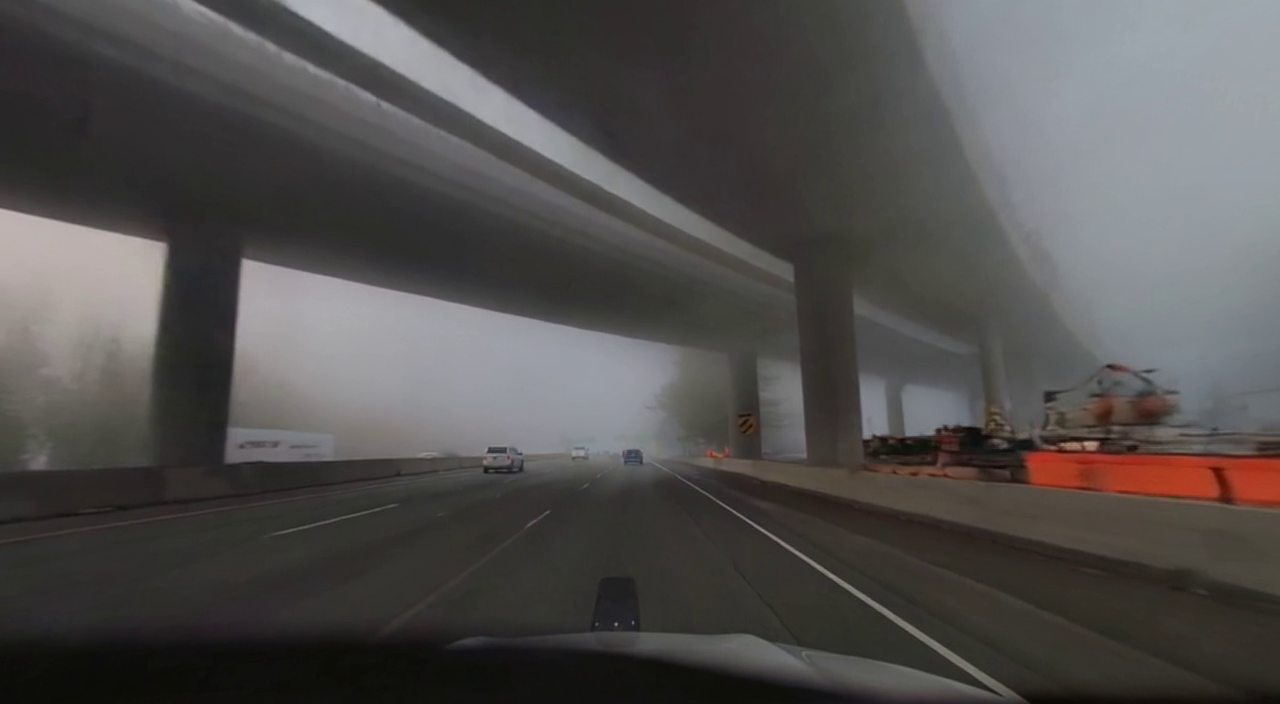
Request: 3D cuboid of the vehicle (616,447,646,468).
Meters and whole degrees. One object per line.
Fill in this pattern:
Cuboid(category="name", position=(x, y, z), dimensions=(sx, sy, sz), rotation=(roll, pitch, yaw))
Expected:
Cuboid(category="vehicle", position=(-0.628, 7.627, 45.798), dimensions=(2.051, 1.459, 4.092), rotation=(0, -9, -1))

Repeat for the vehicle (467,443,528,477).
Cuboid(category="vehicle", position=(-7.178, 5.480, 32.234), dimensions=(2.128, 1.604, 4.279), rotation=(0, -9, 0))

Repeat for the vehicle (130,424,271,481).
Cuboid(category="vehicle", position=(-28.689, 6.636, 41.967), dimensions=(3.005, 3.314, 8.763), rotation=(0, -9, 0))
